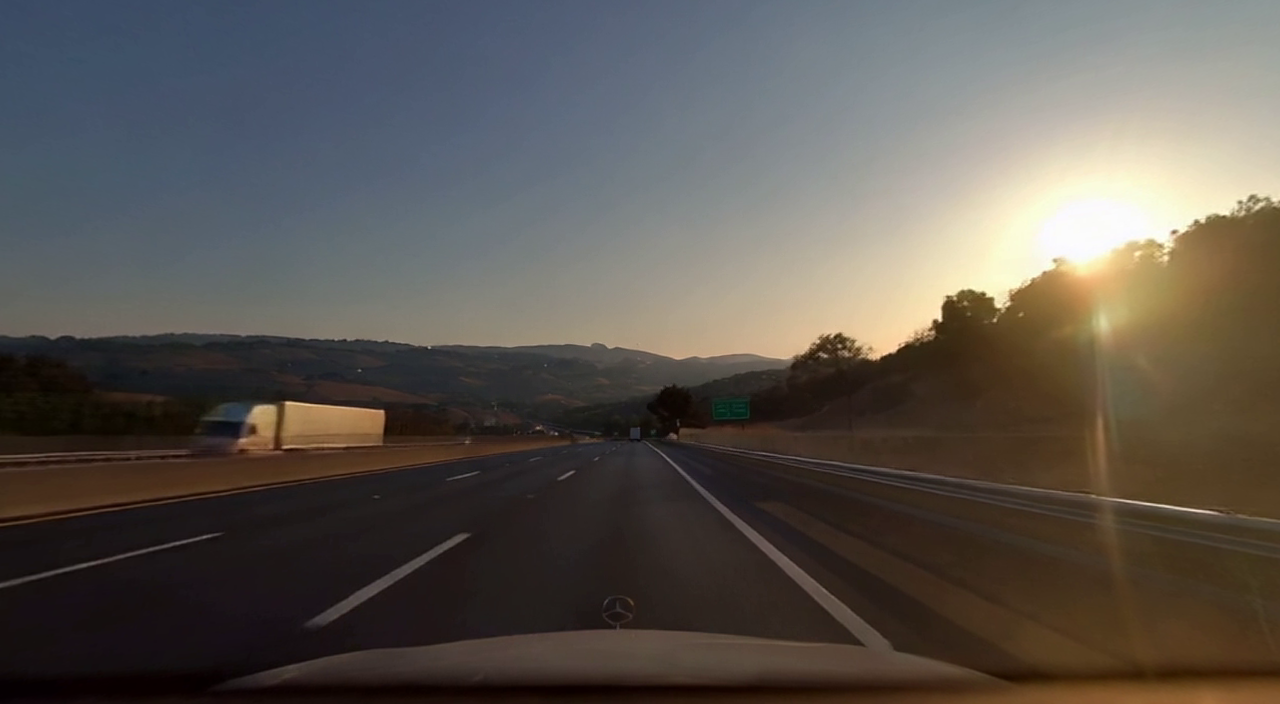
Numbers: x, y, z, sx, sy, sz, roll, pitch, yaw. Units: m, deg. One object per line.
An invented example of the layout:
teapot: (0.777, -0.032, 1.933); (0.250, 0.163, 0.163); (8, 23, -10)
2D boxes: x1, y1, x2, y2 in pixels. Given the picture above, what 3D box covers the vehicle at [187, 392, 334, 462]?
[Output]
vehicle: (-23.587, 4.866, 40.072); (3.046, 3.856, 10.186); (0, -8, -1)
